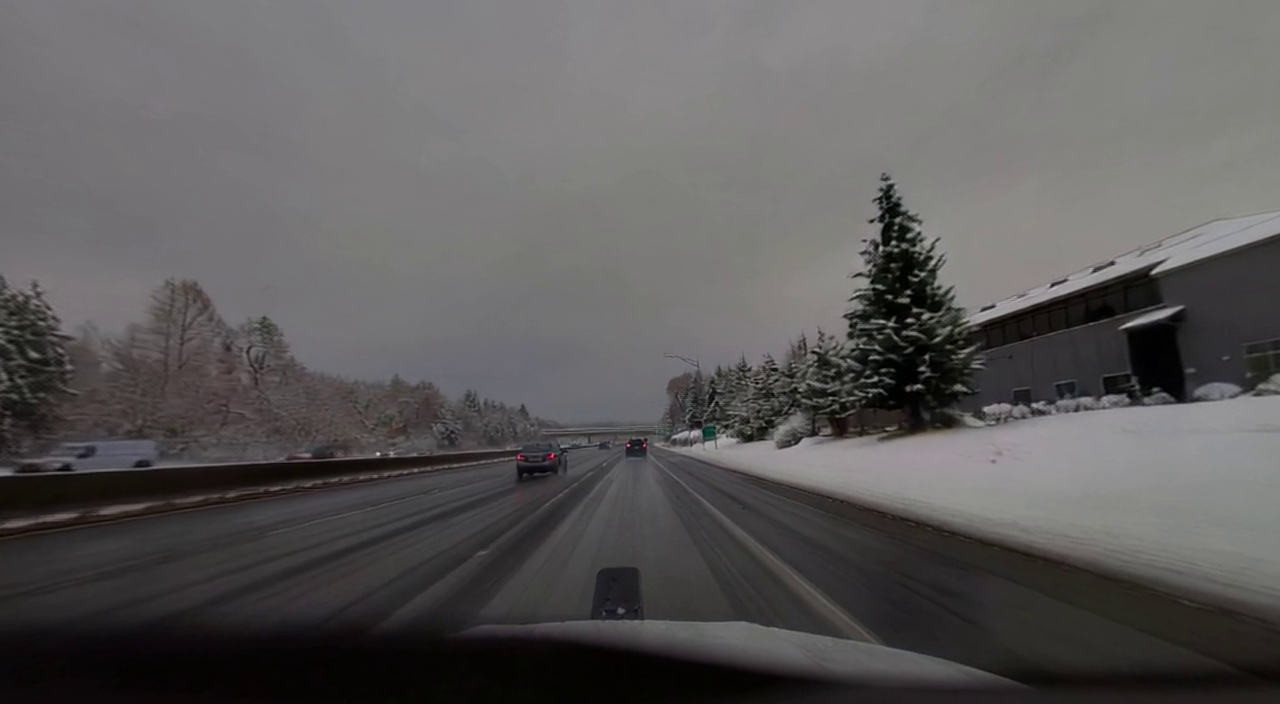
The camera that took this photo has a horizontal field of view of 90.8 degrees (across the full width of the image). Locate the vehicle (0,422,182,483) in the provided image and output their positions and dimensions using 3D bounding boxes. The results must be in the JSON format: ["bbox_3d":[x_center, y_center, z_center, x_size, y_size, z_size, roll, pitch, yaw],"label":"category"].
[{"bbox_3d":[-36.246,6.665,42.230,2.965,3.488,11.110,0,-9,0],"label":"vehicle"}]

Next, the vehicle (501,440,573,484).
[{"bbox_3d":[-3.664,3.982,23.229,1.920,1.463,4.134,0,-8,0],"label":"vehicle"}]
